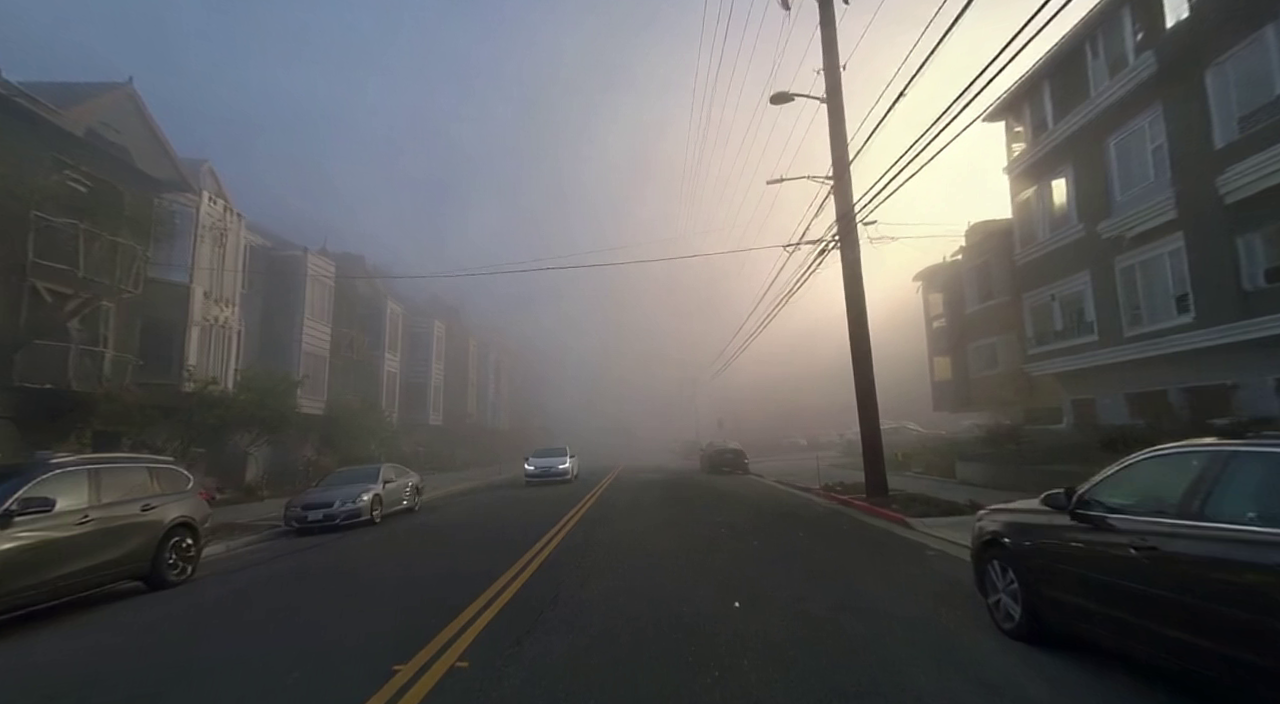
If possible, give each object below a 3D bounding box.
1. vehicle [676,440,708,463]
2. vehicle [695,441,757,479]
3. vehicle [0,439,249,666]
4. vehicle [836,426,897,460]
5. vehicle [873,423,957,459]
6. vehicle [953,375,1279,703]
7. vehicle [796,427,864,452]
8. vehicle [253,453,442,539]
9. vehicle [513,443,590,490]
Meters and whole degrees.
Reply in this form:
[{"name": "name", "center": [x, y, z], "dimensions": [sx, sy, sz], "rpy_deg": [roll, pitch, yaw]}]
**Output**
[{"name": "vehicle", "center": [3.757, 7.236, 45.897], "dimensions": [1.914, 1.591, 3.892], "rpy_deg": [0, -8, -1]}, {"name": "vehicle", "center": [3.571, 4.556, 26.942], "dimensions": [1.928, 1.440, 4.738], "rpy_deg": [0, -8, -1]}, {"name": "vehicle", "center": [-6.042, 1.684, 5.700], "dimensions": [2.057, 1.757, 4.573], "rpy_deg": [0, -8, 0]}, {"name": "vehicle", "center": [10.603, 4.277, 29.774], "dimensions": [1.801, 1.491, 3.488], "rpy_deg": [-1, -8, 4]}, {"name": "vehicle", "center": [12.976, 4.301, 30.074], "dimensions": [1.997, 1.546, 4.370], "rpy_deg": [-2, -10, 0]}, {"name": "vehicle", "center": [3.467, 0.886, 2.332], "dimensions": [2.018, 1.672, 4.932], "rpy_deg": [-4, -5, 0]}, {"name": "vehicle", "center": [13.339, 6.195, 44.593], "dimensions": [1.897, 1.659, 4.648], "rpy_deg": [4, -9, -27]}, {"name": "vehicle", "center": [-6.086, 3.013, 13.866], "dimensions": [1.863, 1.449, 4.536], "rpy_deg": [-1, -8, 2]}, {"name": "vehicle", "center": [-3.025, 4.019, 22.516], "dimensions": [2.052, 1.483, 4.276], "rpy_deg": [0, -8, 1]}]
